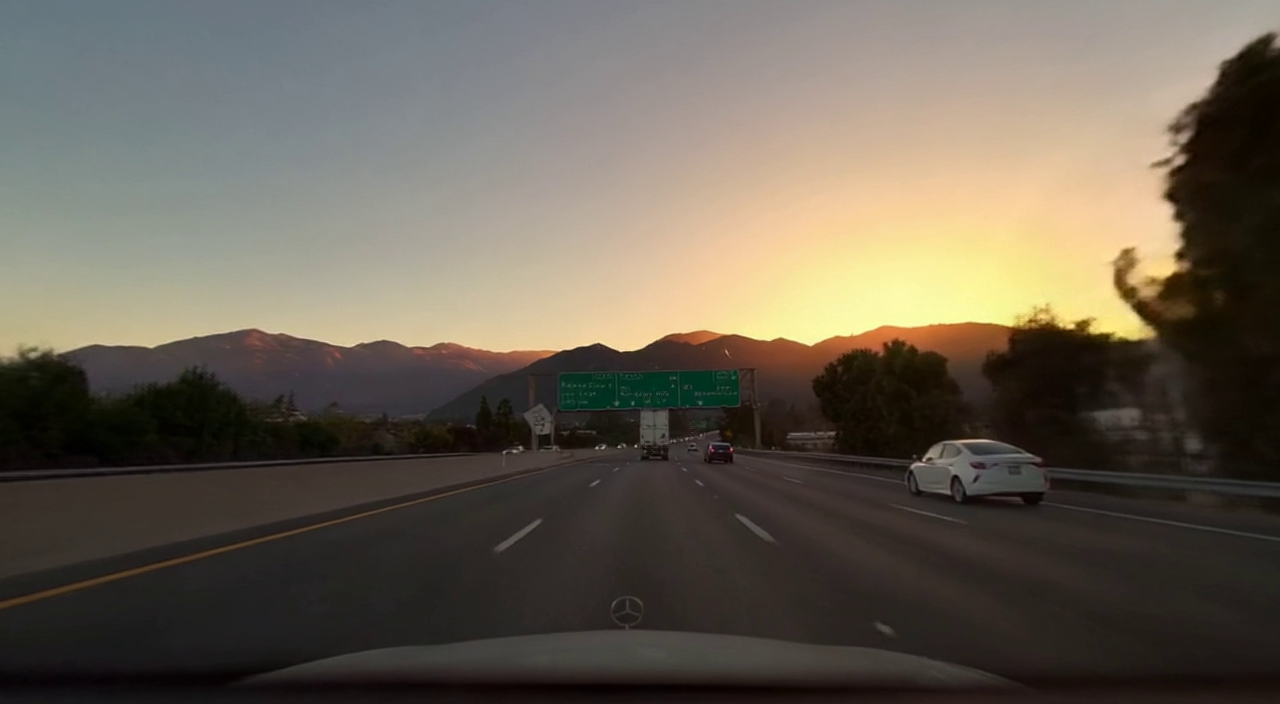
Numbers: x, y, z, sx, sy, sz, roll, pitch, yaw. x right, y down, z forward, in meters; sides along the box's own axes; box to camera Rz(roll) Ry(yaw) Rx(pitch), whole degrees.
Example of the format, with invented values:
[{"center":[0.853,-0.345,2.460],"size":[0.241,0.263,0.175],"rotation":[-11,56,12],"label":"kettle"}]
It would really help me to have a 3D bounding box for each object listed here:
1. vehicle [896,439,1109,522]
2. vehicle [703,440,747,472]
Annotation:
[{"center":[7.254,2.585,13.244],"size":[1.982,1.440,4.171],"rotation":[0,-9,0],"label":"vehicle"},{"center":[4.579,5.655,34.490],"size":[1.880,1.624,3.941],"rotation":[0,-9,1],"label":"vehicle"}]
